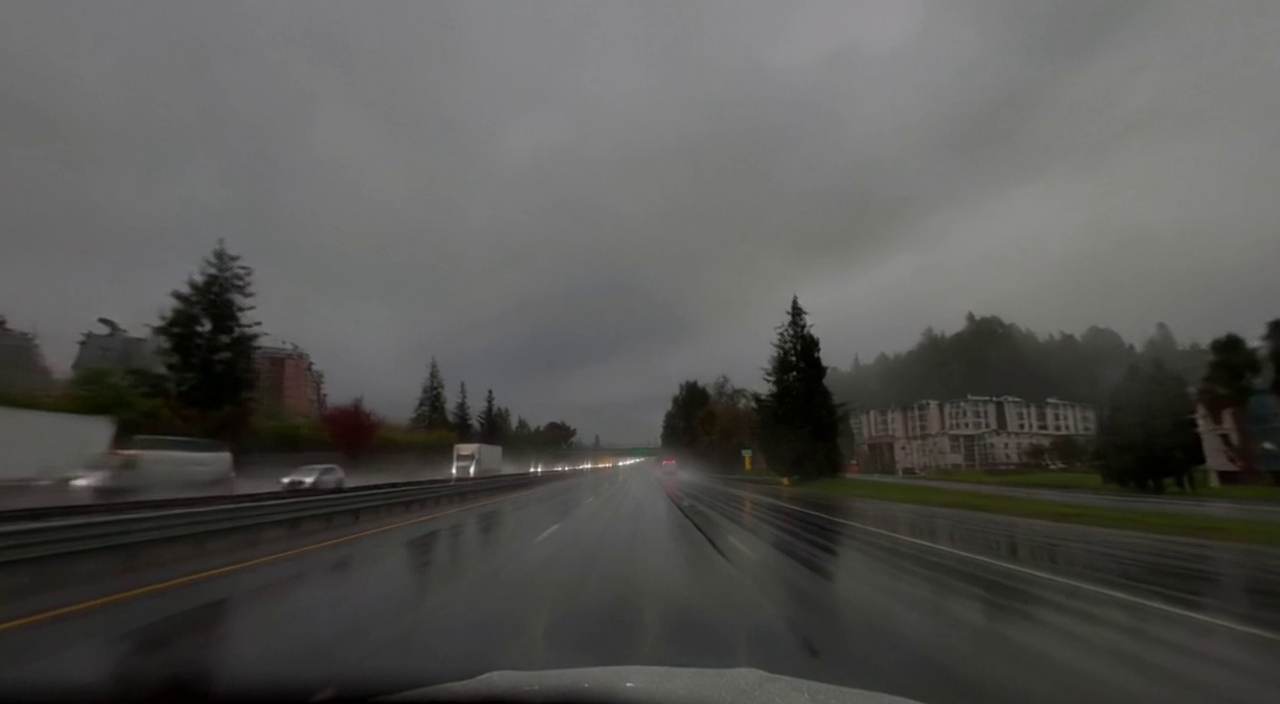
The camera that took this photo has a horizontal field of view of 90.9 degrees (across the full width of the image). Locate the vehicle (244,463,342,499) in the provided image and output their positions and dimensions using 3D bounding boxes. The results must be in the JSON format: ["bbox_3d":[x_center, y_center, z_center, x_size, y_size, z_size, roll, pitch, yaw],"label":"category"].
[{"bbox_3d":[-16.005,5.973,29.380,1.943,1.513,4.560,1,-10,0],"label":"vehicle"}]

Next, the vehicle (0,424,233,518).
[{"bbox_3d":[-20.092,4.649,24.785,2.847,3.022,7.806,1,-10,0],"label":"vehicle"}]
